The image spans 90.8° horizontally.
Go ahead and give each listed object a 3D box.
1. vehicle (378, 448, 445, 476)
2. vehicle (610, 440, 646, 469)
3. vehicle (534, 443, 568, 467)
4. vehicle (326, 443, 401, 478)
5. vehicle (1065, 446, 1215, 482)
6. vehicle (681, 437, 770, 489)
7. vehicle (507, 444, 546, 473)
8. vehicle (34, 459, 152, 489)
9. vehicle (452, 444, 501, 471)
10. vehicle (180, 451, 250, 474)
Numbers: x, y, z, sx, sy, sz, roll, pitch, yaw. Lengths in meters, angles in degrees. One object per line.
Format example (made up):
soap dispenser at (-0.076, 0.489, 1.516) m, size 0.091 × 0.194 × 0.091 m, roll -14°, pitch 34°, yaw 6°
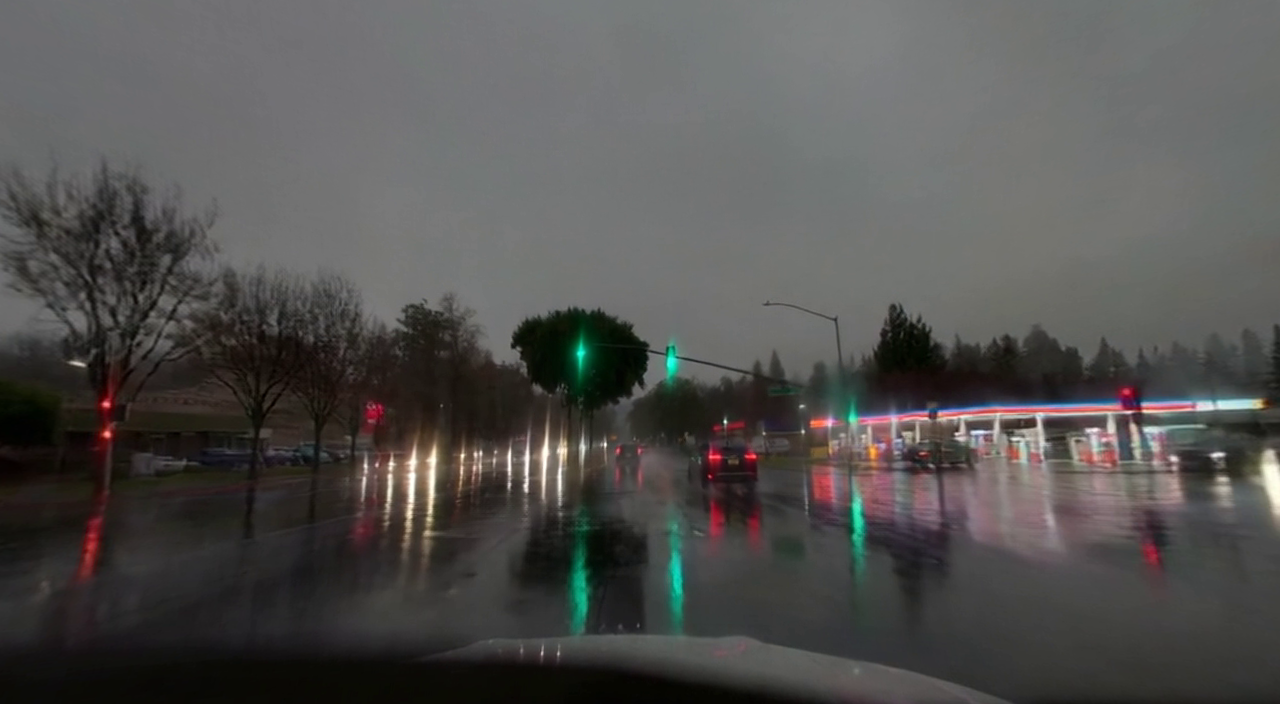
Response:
vehicle at (-13.378, 6.460, 37.407) m, size 2.186 × 1.532 × 5.087 m, roll 0°, pitch -8°, yaw -2°
vehicle at (-0.749, 6.003, 37.261) m, size 2.029 × 1.605 × 3.827 m, roll 0°, pitch -8°, yaw -3°
vehicle at (-6.213, 7.206, 44.566) m, size 1.953 × 1.526 × 4.349 m, roll 0°, pitch -8°, yaw -3°
vehicle at (-16.629, 6.537, 38.338) m, size 2.191 × 1.926 × 5.787 m, roll 0°, pitch -9°, yaw -3°
vehicle at (21.217, 4.754, 26.969) m, size 4.637 × 1.443 × 2.050 m, roll -1°, pitch -8°, yaw 1°
vehicle at (2.617, 3.536, 20.465) m, size 2.061 × 1.487 × 4.462 m, roll 0°, pitch -9°, yaw -3°
vehicle at (-6.340, 5.923, 35.540) m, size 1.972 × 1.466 × 4.493 m, roll 2°, pitch -8°, yaw -9°
vehicle at (-28.607, 6.375, 33.138) m, size 4.428 × 1.416 × 1.759 m, roll 0°, pitch -8°, yaw -2°
vehicle at (-10.035, 6.502, 39.196) m, size 2.165 × 1.557 × 4.515 m, roll 1°, pitch -9°, yaw -5°
vehicle at (-29.583, 7.689, 44.000) m, size 3.640 × 1.462 × 1.660 m, roll -1°, pitch -8°, yaw 1°
